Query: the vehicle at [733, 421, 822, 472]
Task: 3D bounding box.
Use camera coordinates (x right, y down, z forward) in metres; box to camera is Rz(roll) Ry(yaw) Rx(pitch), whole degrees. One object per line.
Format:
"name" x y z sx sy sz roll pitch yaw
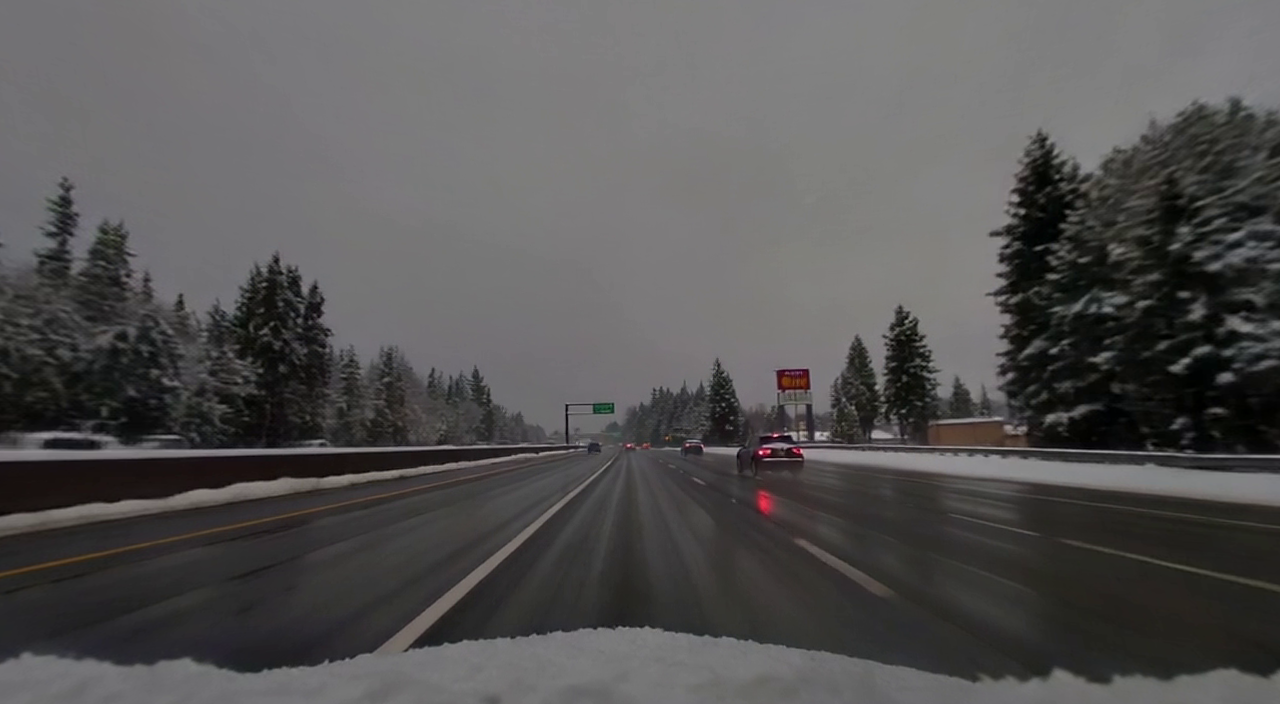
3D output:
"vehicle" 6.975 4.988 33.292 2.779 2.339 8.073 0 -8 -1

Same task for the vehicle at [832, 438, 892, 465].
"vehicle" 13.946 6.275 39.876 2.072 1.611 4.387 0 -8 -2

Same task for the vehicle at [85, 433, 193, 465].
"vehicle" -32.577 6.345 41.243 2.255 1.931 5.864 0 -8 -1
